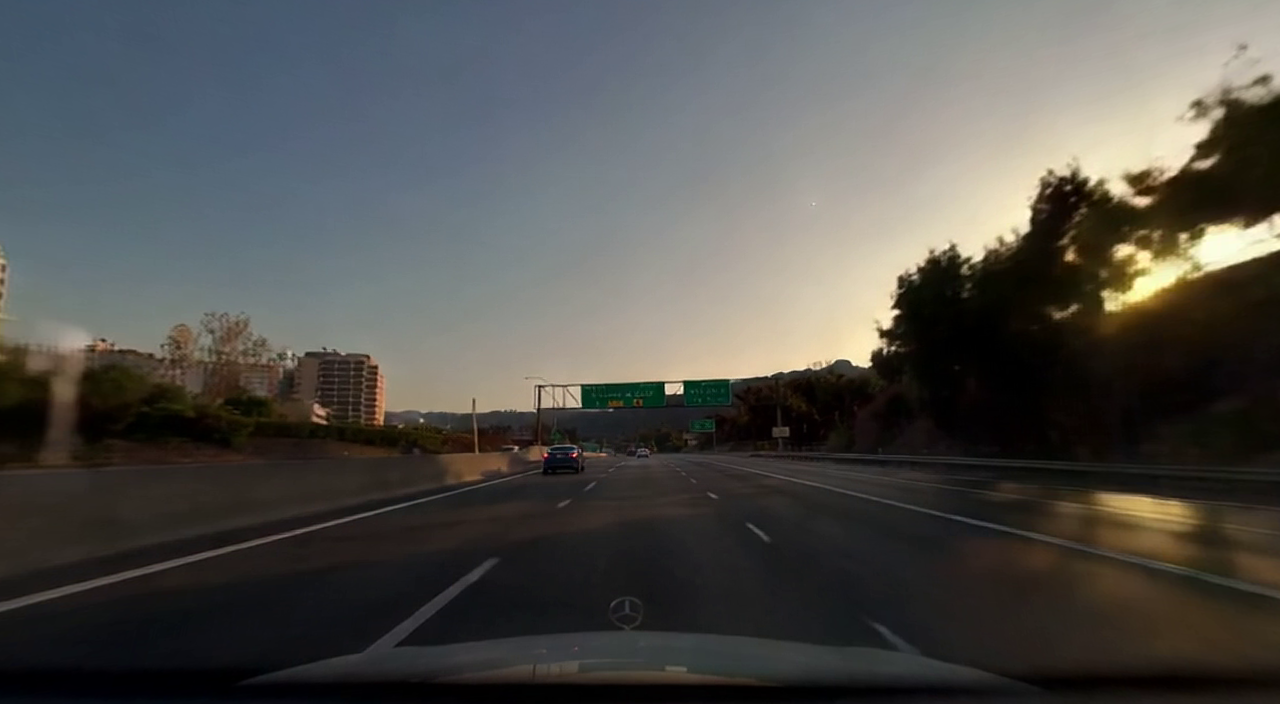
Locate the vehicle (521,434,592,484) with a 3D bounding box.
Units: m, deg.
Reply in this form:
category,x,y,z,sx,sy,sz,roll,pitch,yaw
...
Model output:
category,x,y,z,sx,sy,sz,roll,pitch,yaw
vehicle,-3.062,4.027,24.109,2.072,1.706,4.359,0,-8,1
